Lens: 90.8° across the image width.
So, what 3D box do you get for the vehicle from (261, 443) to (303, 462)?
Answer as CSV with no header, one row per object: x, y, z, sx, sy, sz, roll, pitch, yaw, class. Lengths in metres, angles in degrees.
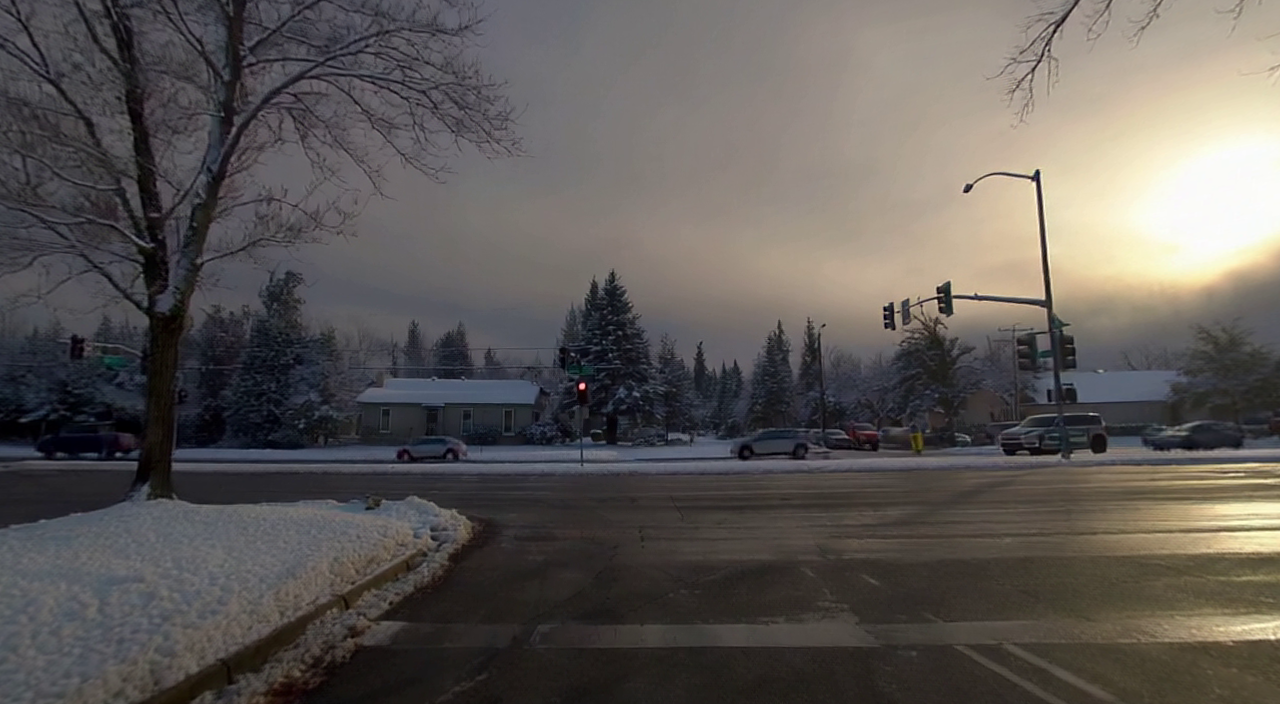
-28.046,7.878,49.626,2.235,1.417,4.272,3,-9,-21,vehicle

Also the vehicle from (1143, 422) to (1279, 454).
28.106,4.259,31.048,4.801,1.494,1.915,-2,-9,10,vehicle

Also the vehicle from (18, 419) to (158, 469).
-37.728,6.294,43.260,7.790,3.197,2.653,-2,-9,10,vehicle

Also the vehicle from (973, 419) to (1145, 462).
15.038,3.212,22.944,4.749,1.461,1.892,-1,-9,9,vehicle

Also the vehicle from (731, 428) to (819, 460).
7.455,5.102,34.994,4.590,1.701,1.881,-2,-9,11,vehicle

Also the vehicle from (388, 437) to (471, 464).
-12.808,6.009,38.521,4.370,1.592,1.886,-2,-9,11,vehicle
